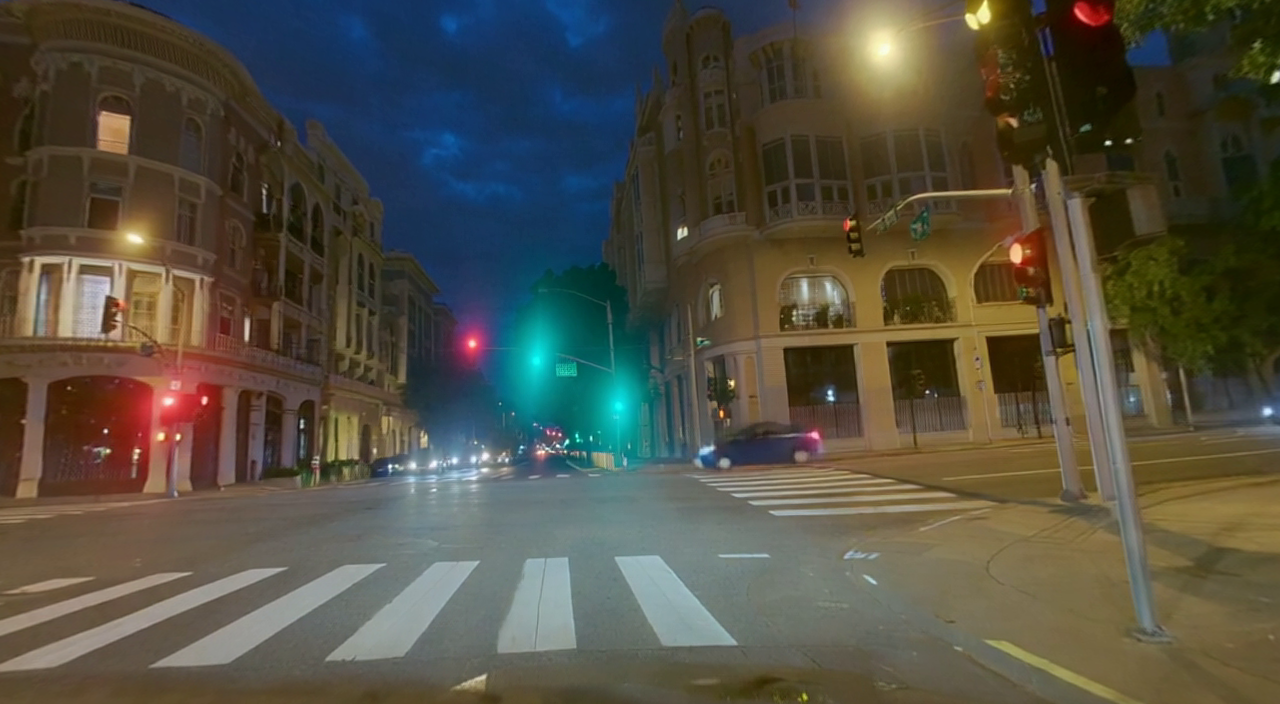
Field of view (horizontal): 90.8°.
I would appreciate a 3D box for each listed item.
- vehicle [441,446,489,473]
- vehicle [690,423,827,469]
[{"bbox_3d":[-10.503,6.461,38.154,2.196,1.503,4.371,1,-9,-8],"label":"vehicle"},{"bbox_3d":[4.371,3.526,23.764,4.626,1.636,2.004,1,-9,-10],"label":"vehicle"}]
